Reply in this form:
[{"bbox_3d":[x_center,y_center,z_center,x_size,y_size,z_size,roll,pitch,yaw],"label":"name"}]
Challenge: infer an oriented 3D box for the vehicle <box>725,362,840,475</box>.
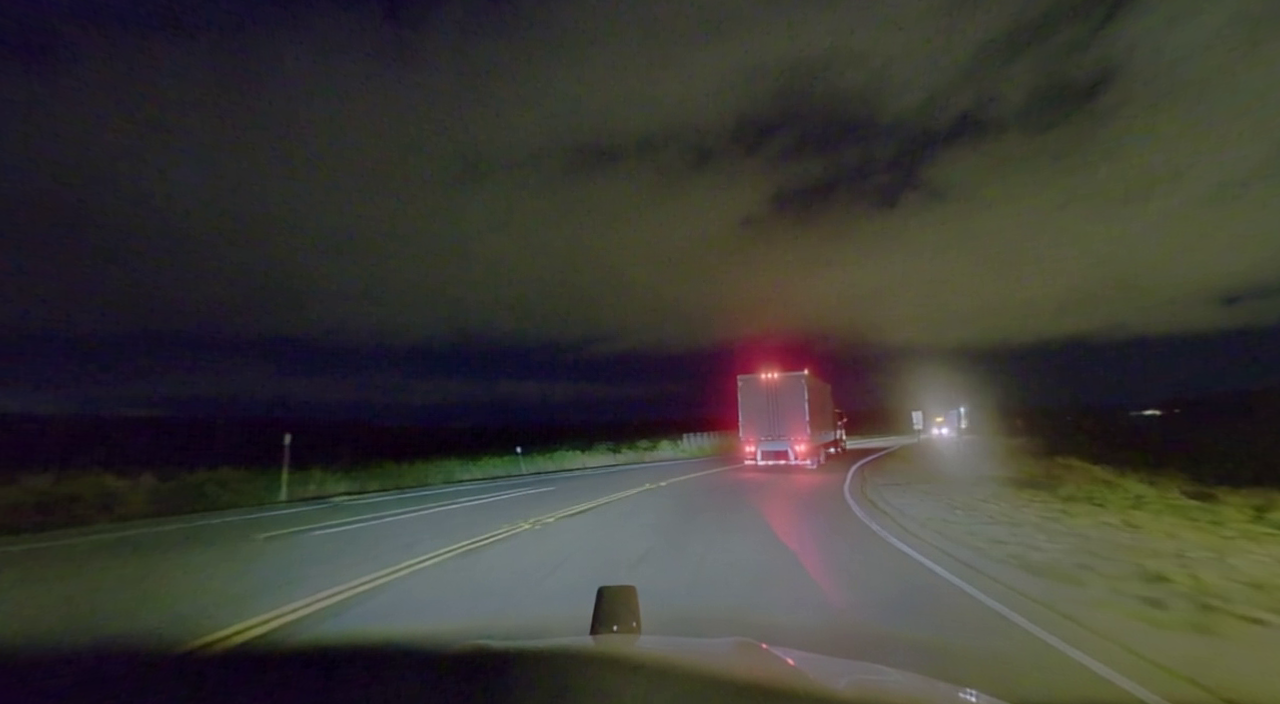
[{"bbox_3d":[6.275,2.920,26.064,2.837,3.712,10.484,-3,-9,22],"label":"vehicle"}]
